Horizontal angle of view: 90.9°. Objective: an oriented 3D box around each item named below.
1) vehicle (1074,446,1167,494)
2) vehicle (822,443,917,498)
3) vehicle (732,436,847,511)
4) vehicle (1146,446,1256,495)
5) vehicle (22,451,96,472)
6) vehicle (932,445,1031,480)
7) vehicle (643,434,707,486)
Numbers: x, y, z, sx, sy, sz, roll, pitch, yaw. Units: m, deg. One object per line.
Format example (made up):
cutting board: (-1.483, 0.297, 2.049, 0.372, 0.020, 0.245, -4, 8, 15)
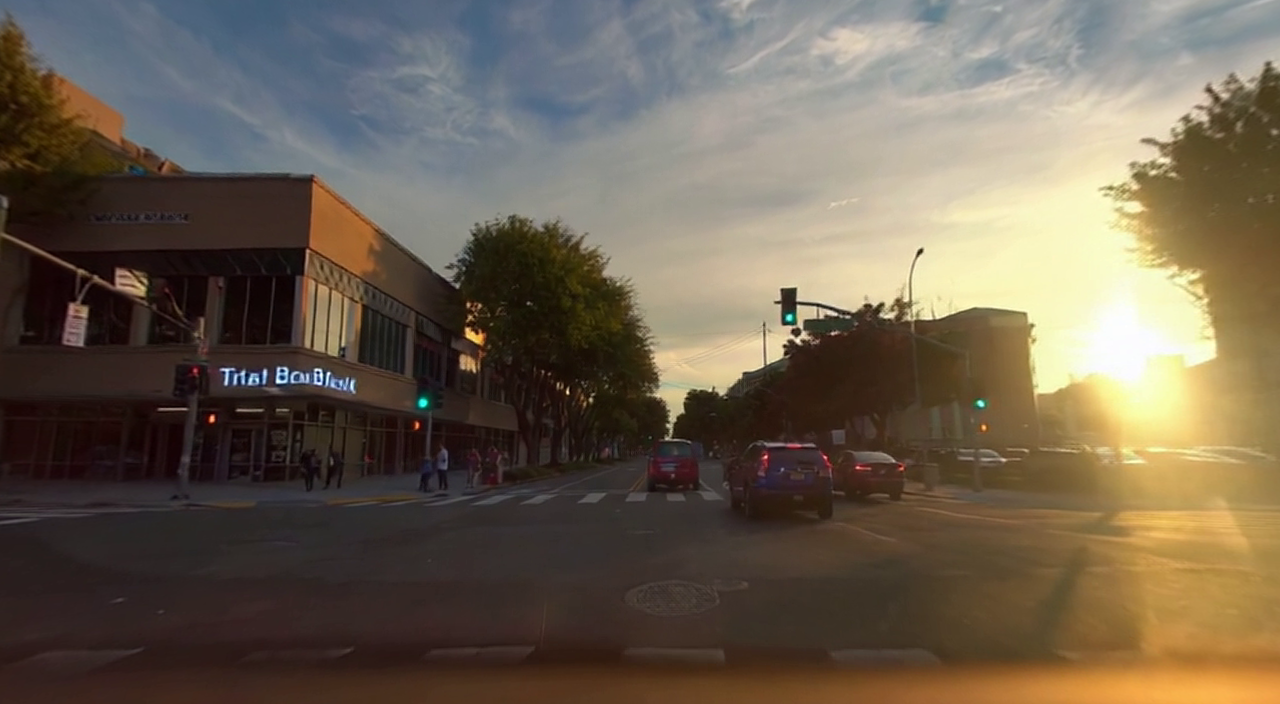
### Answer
vehicle: (17.484, 4.258, 23.143, 1.875, 1.543, 3.853, -4, -9, 26)
vehicle: (7.673, 3.944, 21.495, 1.792, 1.682, 4.089, 0, -8, 2)
vehicle: (3.841, 3.181, 17.105, 2.048, 1.725, 4.754, 0, -8, 1)
vehicle: (19.848, 4.151, 22.489, 1.791, 1.520, 3.649, -4, -9, 24)
vehicle: (-40.504, 7.621, 43.994, 3.391, 1.379, 1.562, 3, -9, -24)
vehicle: (17.130, 5.523, 31.867, 1.924, 1.579, 4.084, 3, -8, -18)
vehicle: (1.364, 4.455, 26.479, 2.390, 1.948, 5.344, 0, -8, 1)
